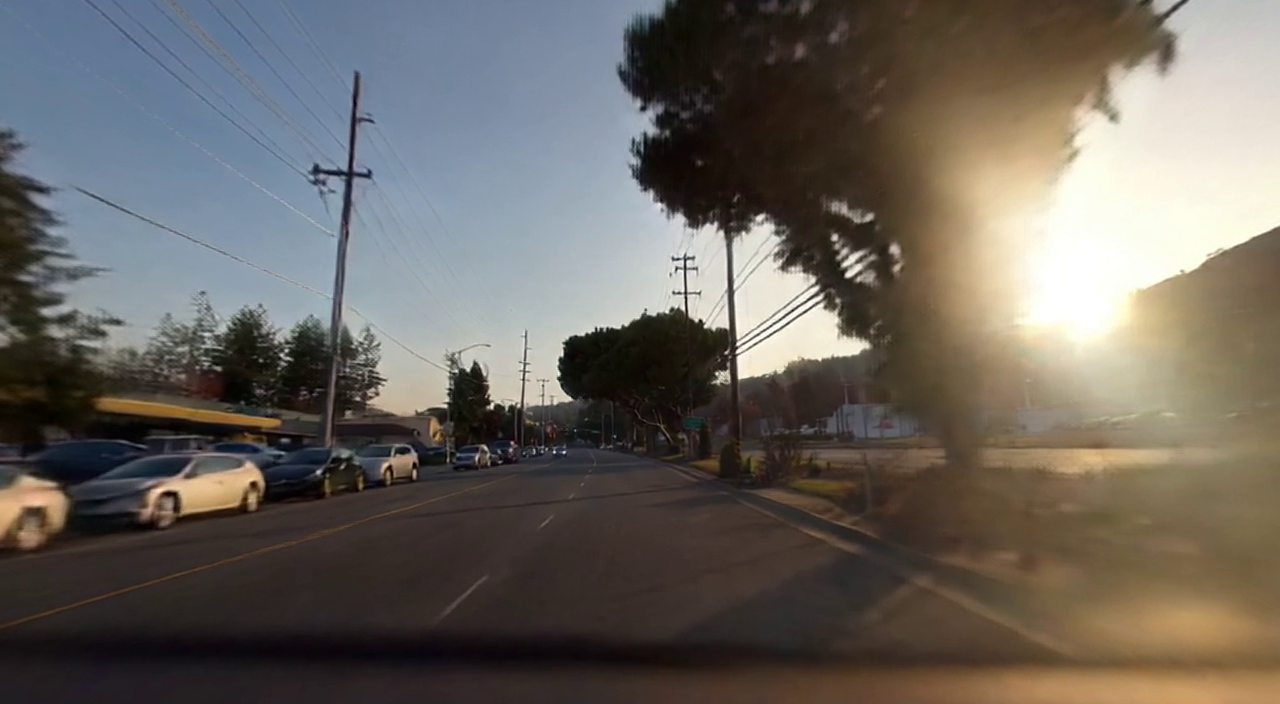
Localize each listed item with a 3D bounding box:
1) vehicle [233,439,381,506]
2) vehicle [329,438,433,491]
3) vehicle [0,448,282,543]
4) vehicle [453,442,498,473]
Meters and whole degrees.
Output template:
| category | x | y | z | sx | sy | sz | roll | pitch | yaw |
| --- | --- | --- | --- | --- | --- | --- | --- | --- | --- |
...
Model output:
| category | x | y | z | sx | sy | sz | roll | pitch | yaw |
| --- | --- | --- | --- | --- | --- | --- | --- | --- | --- |
| vehicle | -9.592 | 3.475 | 18.726 | 2.027 | 1.719 | 4.575 | 0 | -9 | -3 |
| vehicle | -9.725 | 4.258 | 24.265 | 1.983 | 1.799 | 5.276 | 0 | -9 | -3 |
| vehicle | -9.248 | 2.639 | 12.383 | 1.878 | 1.471 | 4.698 | 0 | -9 | -2 |
| vehicle | -10.678 | 6.845 | 41.326 | 2.016 | 1.872 | 5.297 | 1 | -9 | -6 |
